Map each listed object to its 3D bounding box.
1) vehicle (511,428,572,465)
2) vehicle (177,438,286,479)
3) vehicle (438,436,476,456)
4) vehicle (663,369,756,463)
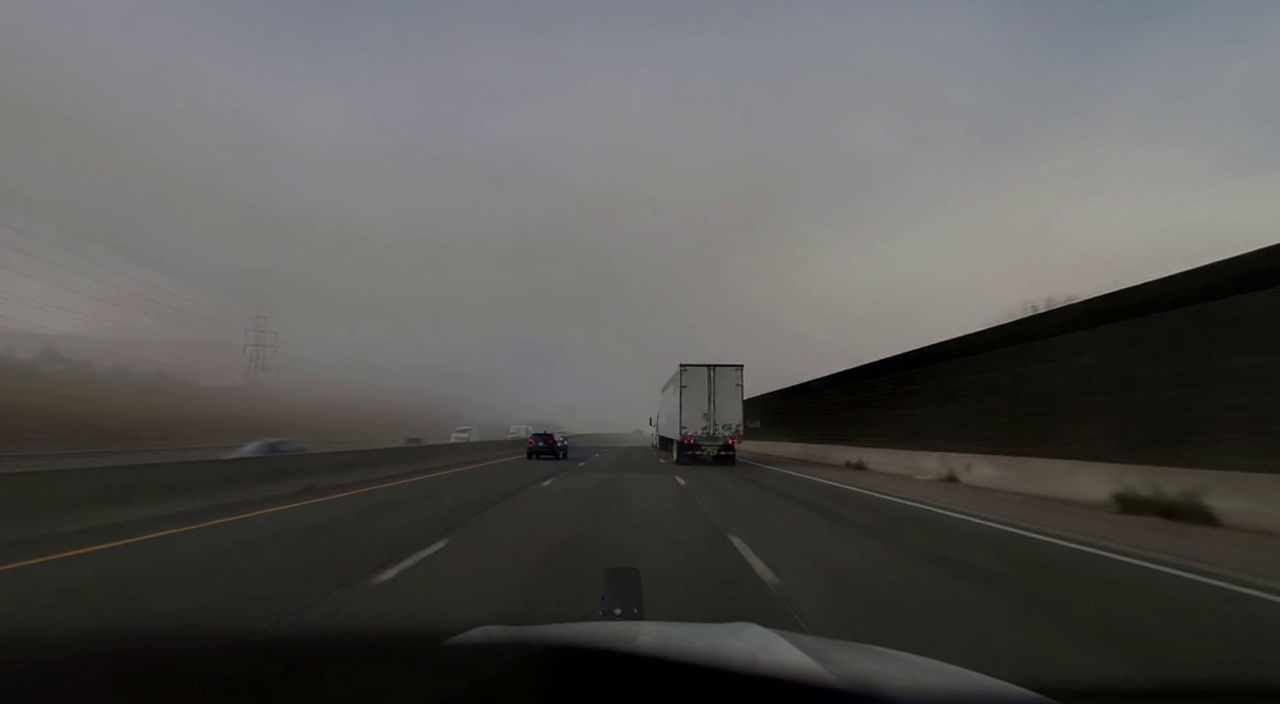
[{"bbox_3d":[-4.246,4.153,27.875,1.965,1.486,4.448,0,-8,0],"label":"vehicle"},{"bbox_3d":[-15.860,4.119,24.735,1.716,1.396,3.946,0,-7,-2],"label":"vehicle"},{"bbox_3d":[-12.097,6.214,41.827,1.590,1.306,3.344,0,-8,-1],"label":"vehicle"},{"bbox_3d":[3.075,3.363,31.525,3.060,3.842,11.095,0,-8,-2],"label":"vehicle"}]
